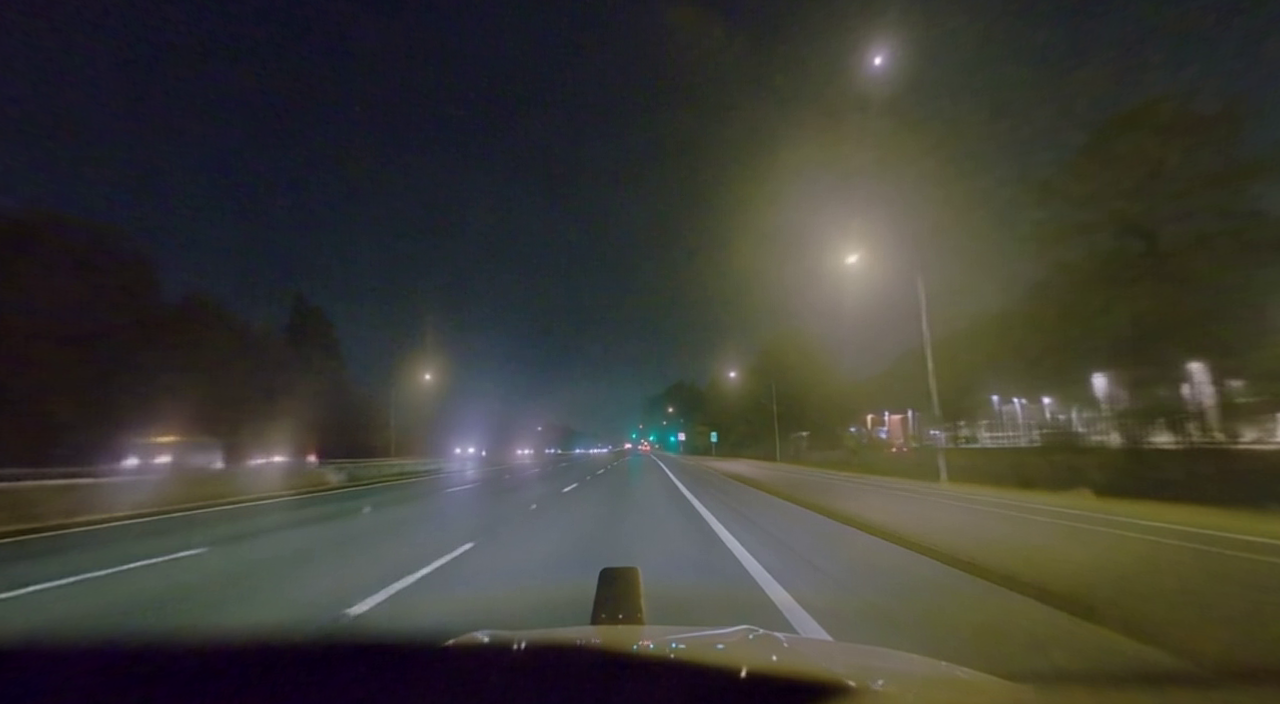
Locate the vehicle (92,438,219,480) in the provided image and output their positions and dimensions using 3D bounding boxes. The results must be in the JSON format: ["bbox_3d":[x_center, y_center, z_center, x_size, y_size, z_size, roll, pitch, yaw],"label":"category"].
[{"bbox_3d":[-23.670,5.248,31.092,2.147,1.891,5.048,0,-9,2],"label":"vehicle"}]

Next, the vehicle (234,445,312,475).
[{"bbox_3d":[-19.604,5.780,33.834,1.796,1.494,3.770,0,-9,2],"label":"vehicle"}]
